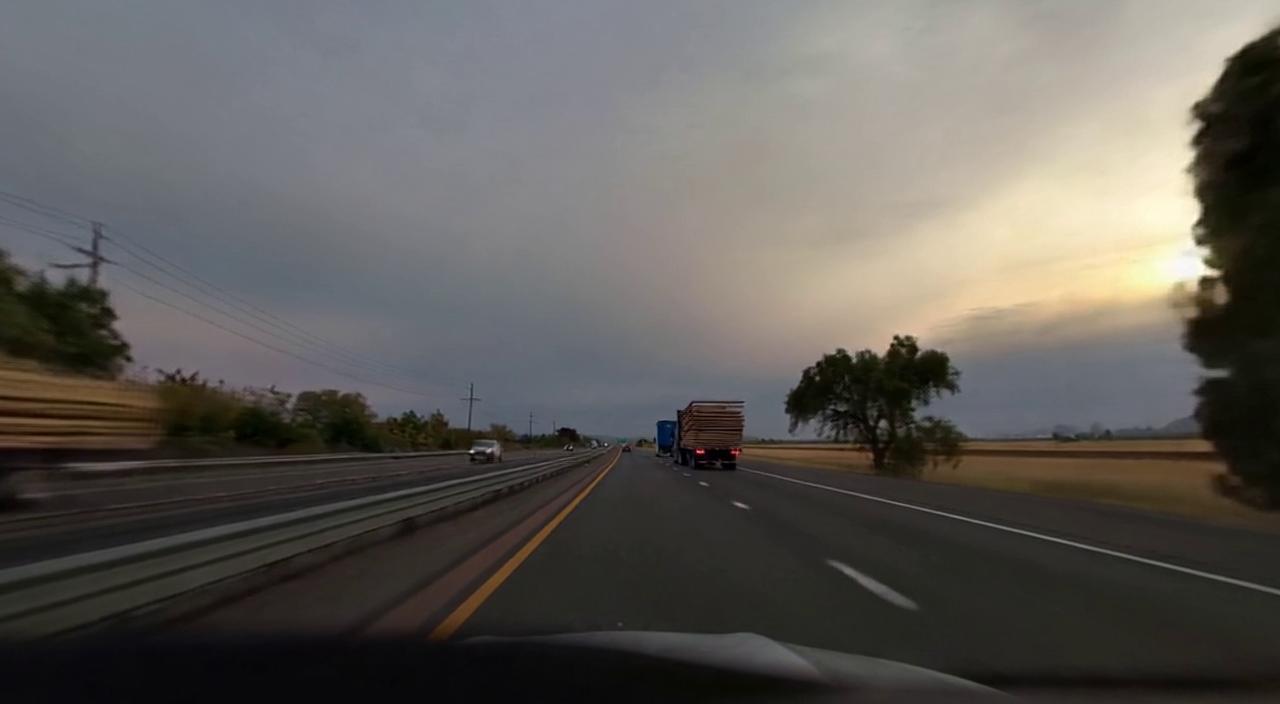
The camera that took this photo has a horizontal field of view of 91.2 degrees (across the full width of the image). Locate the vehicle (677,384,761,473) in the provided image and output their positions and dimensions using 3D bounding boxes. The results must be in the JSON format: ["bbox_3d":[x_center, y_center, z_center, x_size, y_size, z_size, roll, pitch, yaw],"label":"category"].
[{"bbox_3d":[4.038,4.513,35.780,3.024,4.065,13.796,0,-8,0],"label":"vehicle"}]
